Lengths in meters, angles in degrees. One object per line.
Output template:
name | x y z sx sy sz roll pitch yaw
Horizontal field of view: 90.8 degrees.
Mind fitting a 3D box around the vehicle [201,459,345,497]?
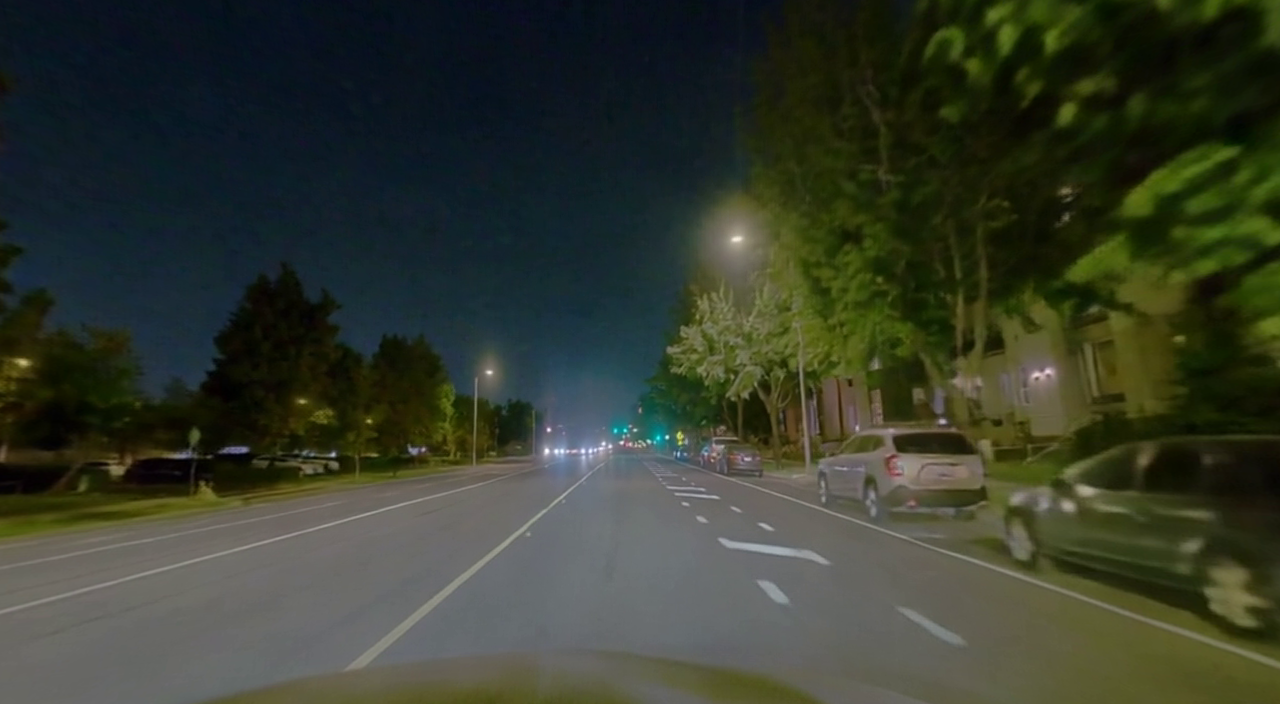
vehicle | -15.560 5.357 27.021 4.826 1.491 2.086 1 -8 -4

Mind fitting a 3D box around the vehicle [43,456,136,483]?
vehicle | -37.363 7.963 43.021 4.414 1.651 1.912 5 -10 -31

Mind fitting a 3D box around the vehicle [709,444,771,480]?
vehicle | 4.298 4.778 27.848 1.935 1.433 4.241 0 -8 -2

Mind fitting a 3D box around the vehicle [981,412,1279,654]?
vehicle | 4.955 1.342 5.290 1.837 1.532 3.886 0 -8 -3

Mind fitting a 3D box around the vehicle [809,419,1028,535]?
vehicle | 4.771 2.190 11.684 2.028 1.731 4.241 0 -8 -1
